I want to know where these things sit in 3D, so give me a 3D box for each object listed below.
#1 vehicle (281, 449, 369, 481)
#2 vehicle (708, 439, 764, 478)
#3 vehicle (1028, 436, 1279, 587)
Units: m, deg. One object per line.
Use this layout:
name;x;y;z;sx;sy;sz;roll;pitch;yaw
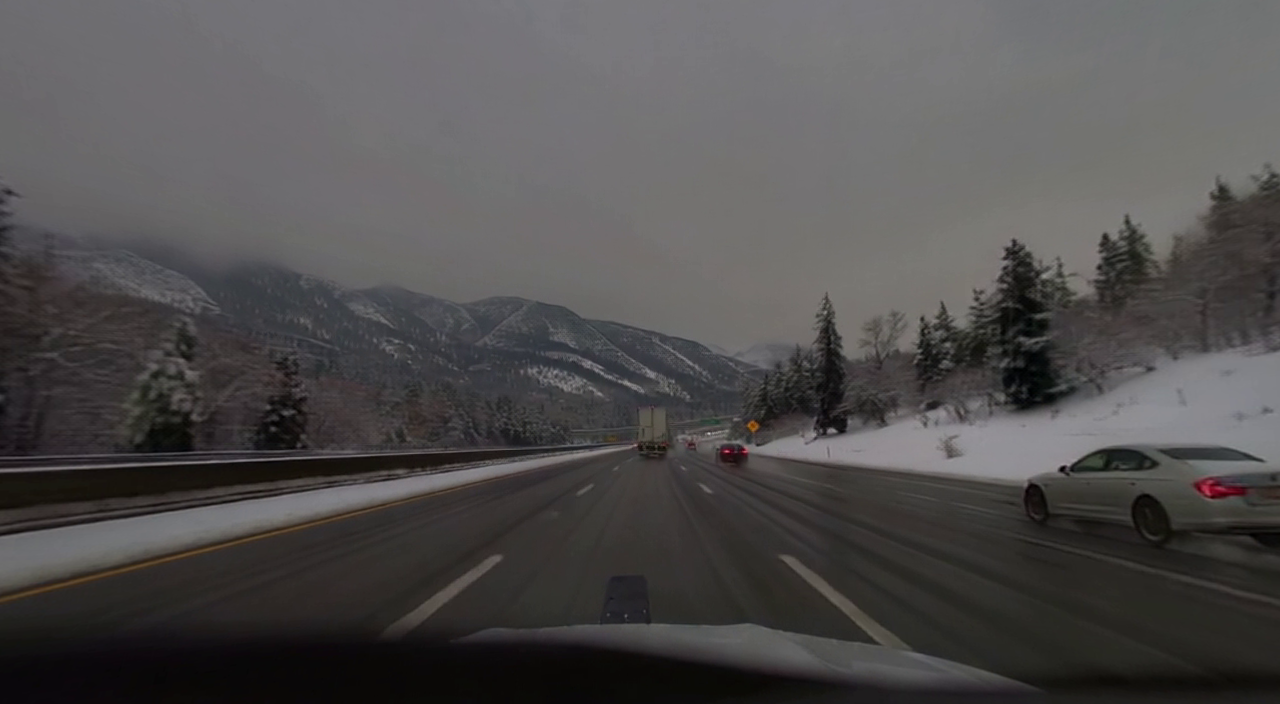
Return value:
vehicle;-15.698;5.630;31.719;1.914;1.491;4.688;0;-9;2
vehicle;4.237;4.752;28.441;1.880;1.624;3.941;0;-9;0
vehicle;7.184;1.808;7.894;1.982;1.440;4.171;0;-9;0
